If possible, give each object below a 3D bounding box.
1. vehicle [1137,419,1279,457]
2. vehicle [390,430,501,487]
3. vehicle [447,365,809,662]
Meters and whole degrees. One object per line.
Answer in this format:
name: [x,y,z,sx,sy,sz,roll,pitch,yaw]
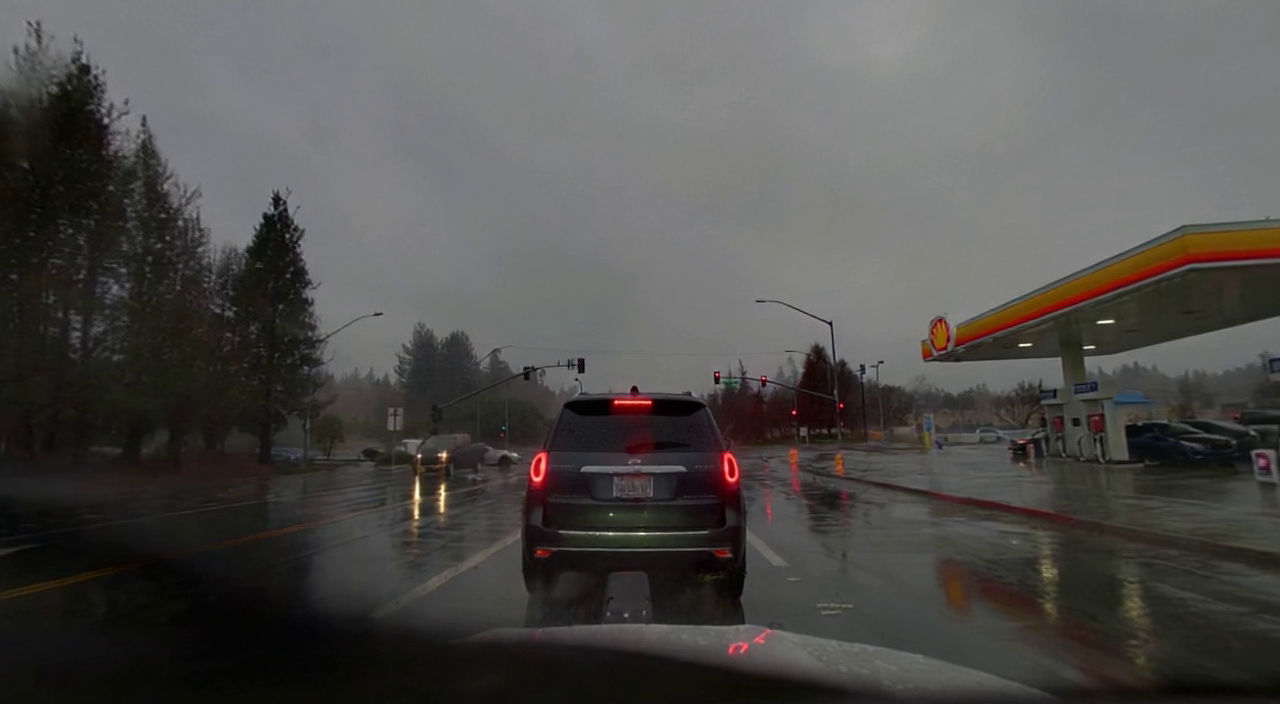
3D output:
vehicle: [25.945,3.962,28.780,4.551,1.616,1.973,-2,-9,11]
vehicle: [-6.644,3.709,22.164,2.065,1.753,4.525,-1,-9,6]
vehicle: [0.011,1.317,6.141,2.236,1.819,4.291,-1,-9,3]
